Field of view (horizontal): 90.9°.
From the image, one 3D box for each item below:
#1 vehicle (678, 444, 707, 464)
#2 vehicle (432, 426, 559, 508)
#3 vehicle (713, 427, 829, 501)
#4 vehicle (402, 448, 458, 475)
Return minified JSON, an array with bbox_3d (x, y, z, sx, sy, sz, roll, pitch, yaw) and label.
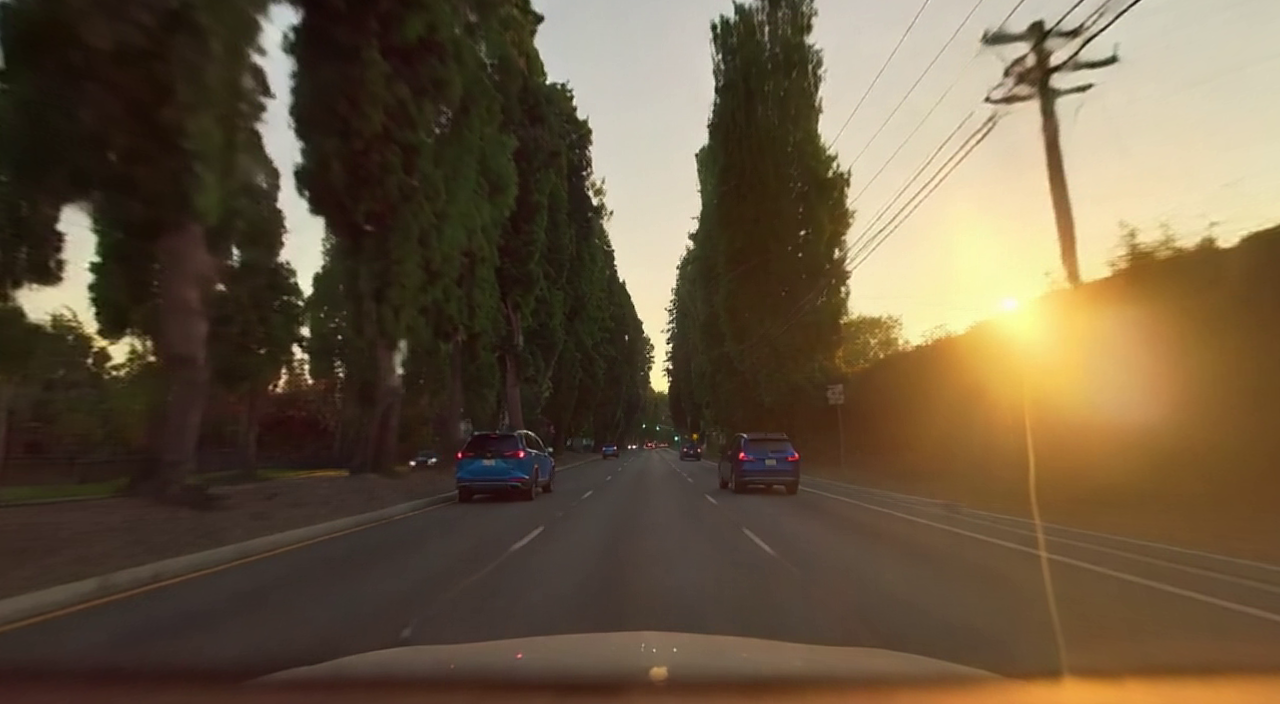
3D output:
[{"bbox_3d":[4.058,7.904,49.159,1.906,1.468,4.422,0,-9,0],"label":"vehicle"},{"bbox_3d":[-3.463,2.872,16.136,2.104,1.785,4.494,0,-9,1],"label":"vehicle"},{"bbox_3d":[3.402,3.031,17.426,2.182,1.744,4.464,0,-9,-1],"label":"vehicle"},{"bbox_3d":[-13.478,7.034,40.745,1.961,1.655,4.491,0,-9,1],"label":"vehicle"}]
